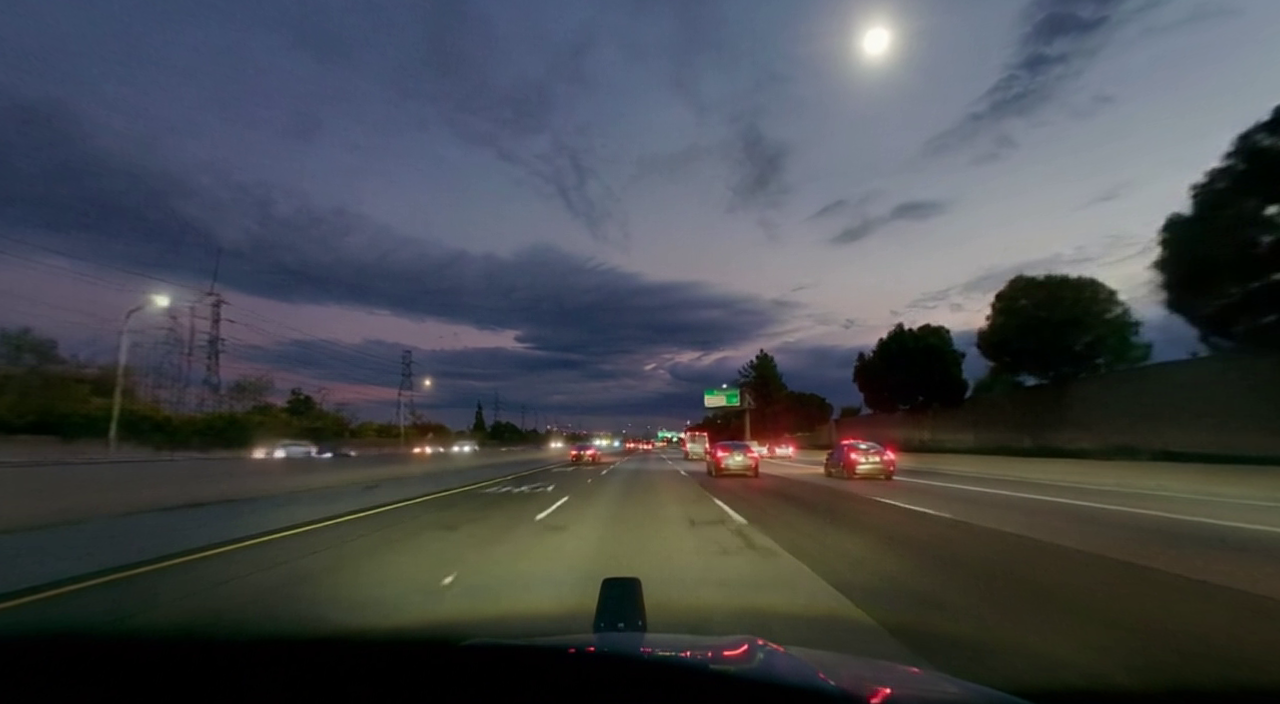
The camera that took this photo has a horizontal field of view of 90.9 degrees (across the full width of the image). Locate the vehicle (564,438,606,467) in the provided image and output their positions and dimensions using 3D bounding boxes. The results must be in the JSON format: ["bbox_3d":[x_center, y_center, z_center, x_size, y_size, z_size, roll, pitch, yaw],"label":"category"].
[{"bbox_3d":[-3.332,6.215,39.229,2.106,1.682,4.395,-1,-8,2],"label":"vehicle"}]

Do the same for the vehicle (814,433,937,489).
[{"bbox_3d":[7.249,3.389,20.036,1.988,1.518,4.856,0,-8,-1],"label":"vehicle"}]

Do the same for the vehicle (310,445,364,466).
[{"bbox_3d":[-22.304,7.625,46.642,1.863,1.400,4.075,-1,-8,2],"label":"vehicle"}]

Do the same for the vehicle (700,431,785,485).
[{"bbox_3d":[3.391,3.608,21.834,2.146,1.639,4.475,0,-8,0],"label":"vehicle"}]

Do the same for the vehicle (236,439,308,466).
[{"bbox_3d":[-25.198,6.886,43.415,1.996,1.661,4.748,-1,-8,1],"label":"vehicle"}]
